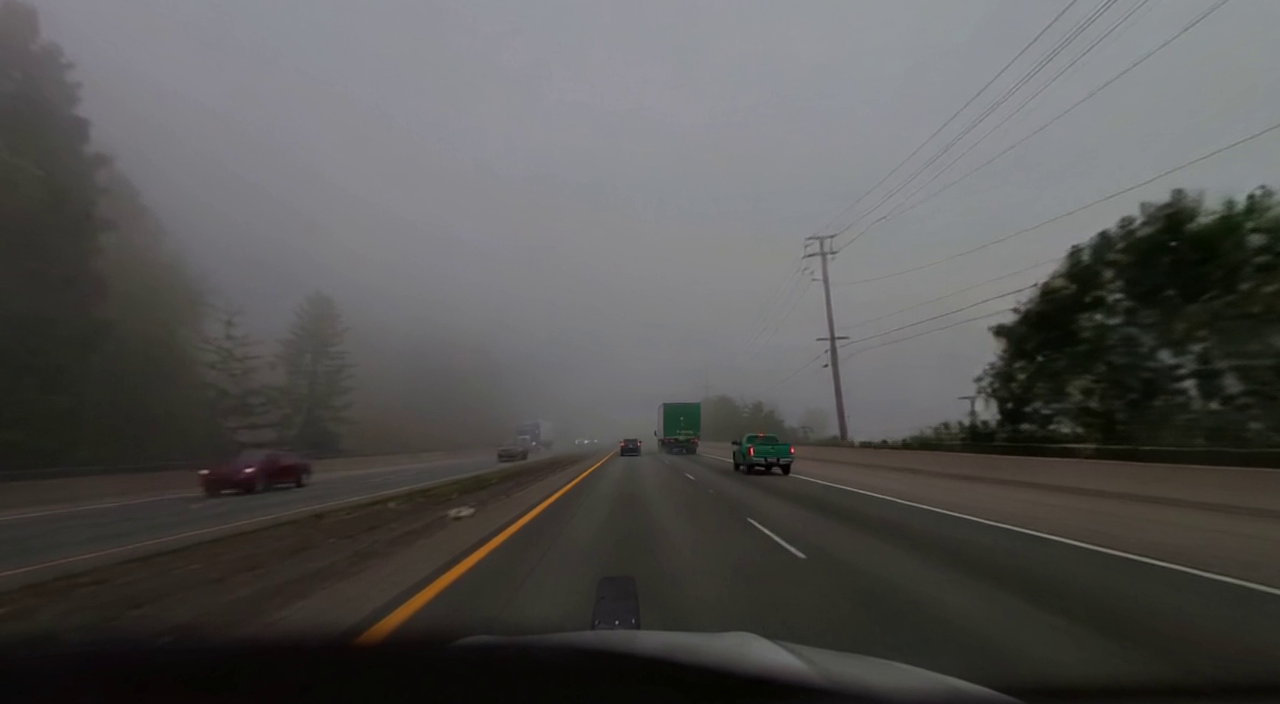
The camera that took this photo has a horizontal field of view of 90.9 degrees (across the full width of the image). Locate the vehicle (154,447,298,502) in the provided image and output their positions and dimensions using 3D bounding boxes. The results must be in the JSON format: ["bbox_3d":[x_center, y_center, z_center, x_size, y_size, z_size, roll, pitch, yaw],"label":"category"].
[{"bbox_3d":[-13.379,3.936,20.784,1.837,1.523,4.377,0,-7,-1],"label":"vehicle"}]

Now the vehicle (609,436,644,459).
[{"bbox_3d":[-0.871,6.235,41.349,2.163,1.466,3.693,0,-7,-1],"label":"vehicle"}]

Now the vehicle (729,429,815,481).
[{"bbox_3d":[4.320,3.396,21.247,1.930,1.573,3.853,0,-7,-2],"label":"vehicle"}]

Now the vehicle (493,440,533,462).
[{"bbox_3d":[-9.027,7.049,45.193,1.915,1.484,4.561,0,-7,0],"label":"vehicle"}]
